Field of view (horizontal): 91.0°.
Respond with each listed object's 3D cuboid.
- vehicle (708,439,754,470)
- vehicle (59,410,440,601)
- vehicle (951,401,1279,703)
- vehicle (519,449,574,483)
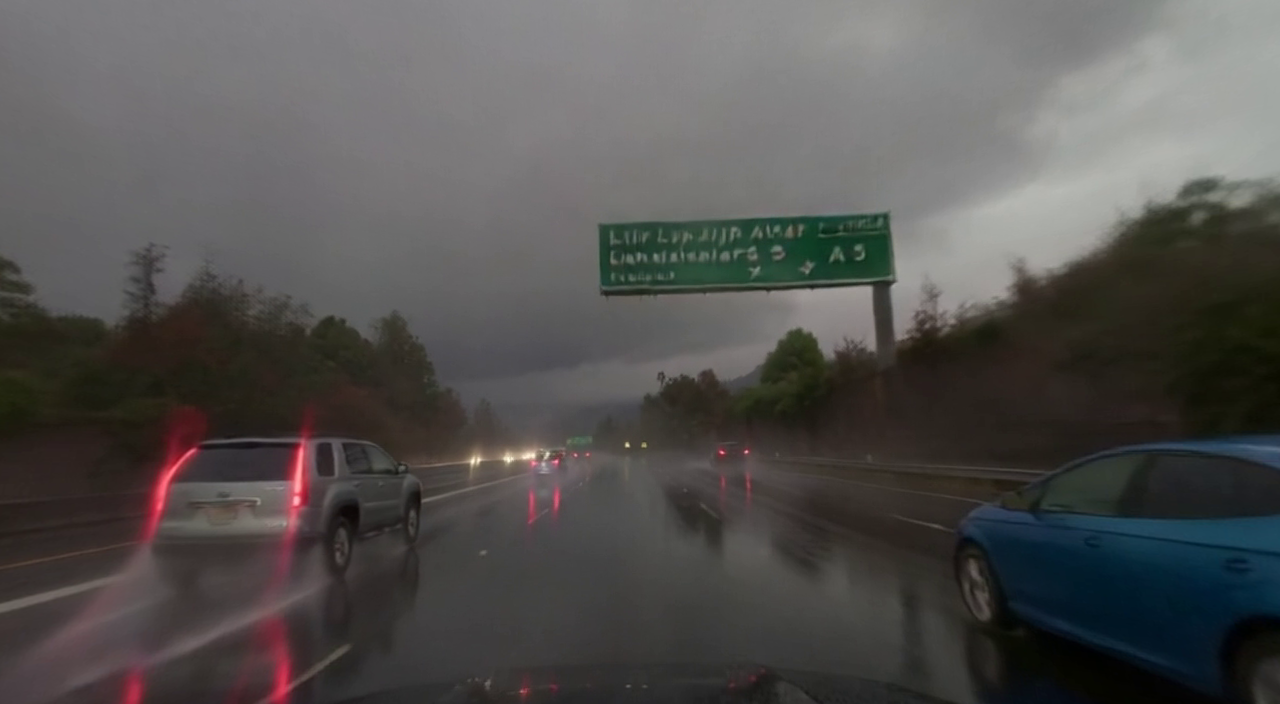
[{"bbox_3d":[6.523,7.480,45.885,2.378,2.096,5.119,0,-9,-2],"label":"vehicle"},{"bbox_3d":[-4.288,1.748,8.015,2.079,1.745,4.281,0,-9,0],"label":"vehicle"},{"bbox_3d":[3.721,1.080,3.137,2.120,1.572,4.344,0,-9,0],"label":"vehicle"},{"bbox_3d":[-4.400,5.419,30.302,2.009,1.488,4.289,0,-9,-1],"label":"vehicle"}]
